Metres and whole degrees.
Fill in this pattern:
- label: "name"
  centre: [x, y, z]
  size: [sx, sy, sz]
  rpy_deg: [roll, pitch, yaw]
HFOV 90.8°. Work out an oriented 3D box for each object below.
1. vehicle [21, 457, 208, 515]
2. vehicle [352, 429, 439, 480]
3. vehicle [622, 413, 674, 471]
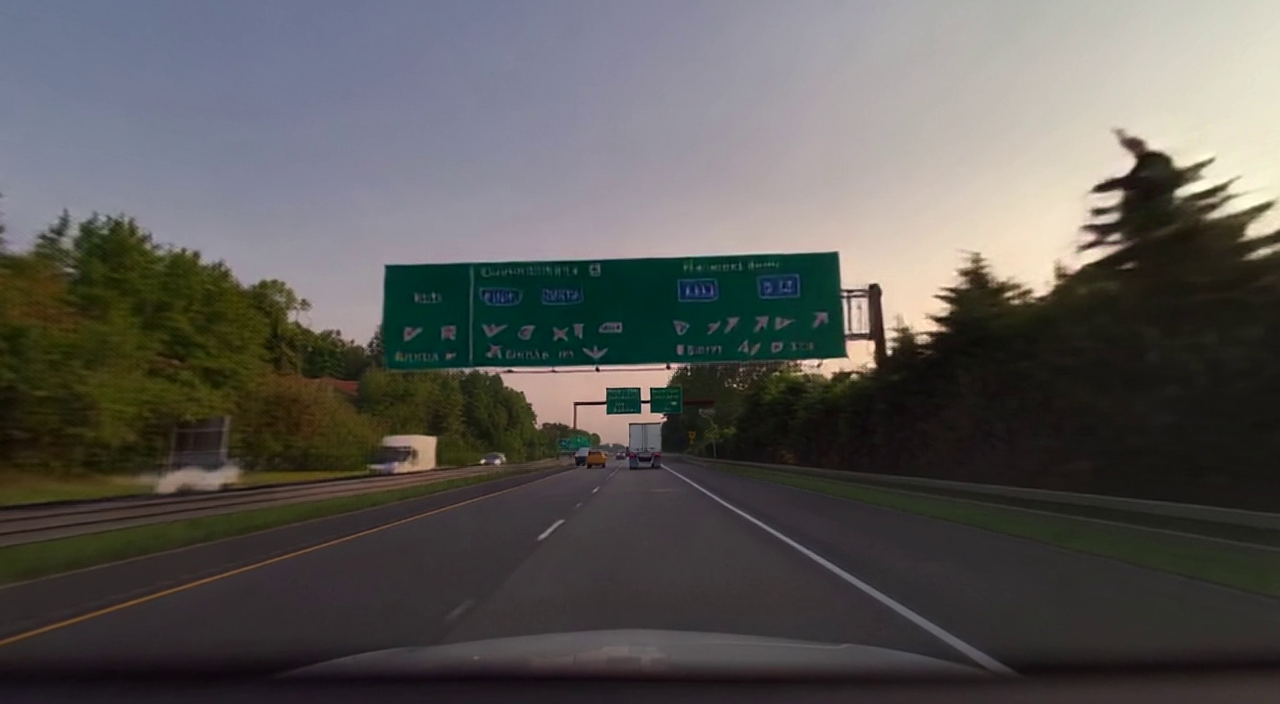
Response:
- label: "vehicle"
  centre: [-15.402, 3.911, 18.899]
  size: [1.788, 1.457, 4.431]
  rpy_deg: [0, -9, 0]
- label: "vehicle"
  centre: [-12.583, 5.352, 32.998]
  size: [2.240, 2.396, 5.777]
  rpy_deg: [0, -9, 0]
- label: "vehicle"
  centre: [0.326, 7.233, 49.883]
  size: [3.341, 3.725, 18.015]
  rpy_deg: [0, -9, -1]
